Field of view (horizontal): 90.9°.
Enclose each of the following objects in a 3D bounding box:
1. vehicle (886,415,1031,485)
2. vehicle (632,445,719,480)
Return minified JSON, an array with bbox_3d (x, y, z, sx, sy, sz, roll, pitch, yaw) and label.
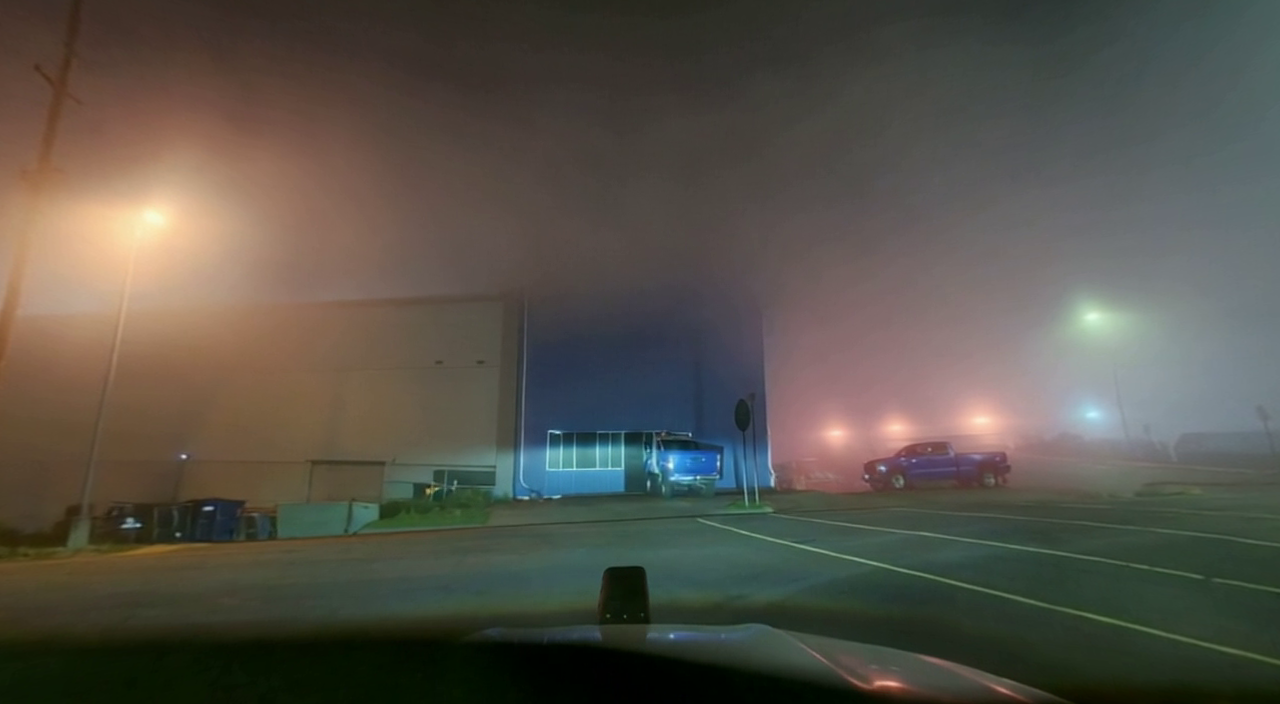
[{"bbox_3d":[15.547,4.993,31.365,2.298,3.004,6.271,2,-12,-19],"label":"vehicle"},{"bbox_3d":[2.229,7.006,40.142,5.207,2.103,1.997,1,-9,-8],"label":"vehicle"}]
